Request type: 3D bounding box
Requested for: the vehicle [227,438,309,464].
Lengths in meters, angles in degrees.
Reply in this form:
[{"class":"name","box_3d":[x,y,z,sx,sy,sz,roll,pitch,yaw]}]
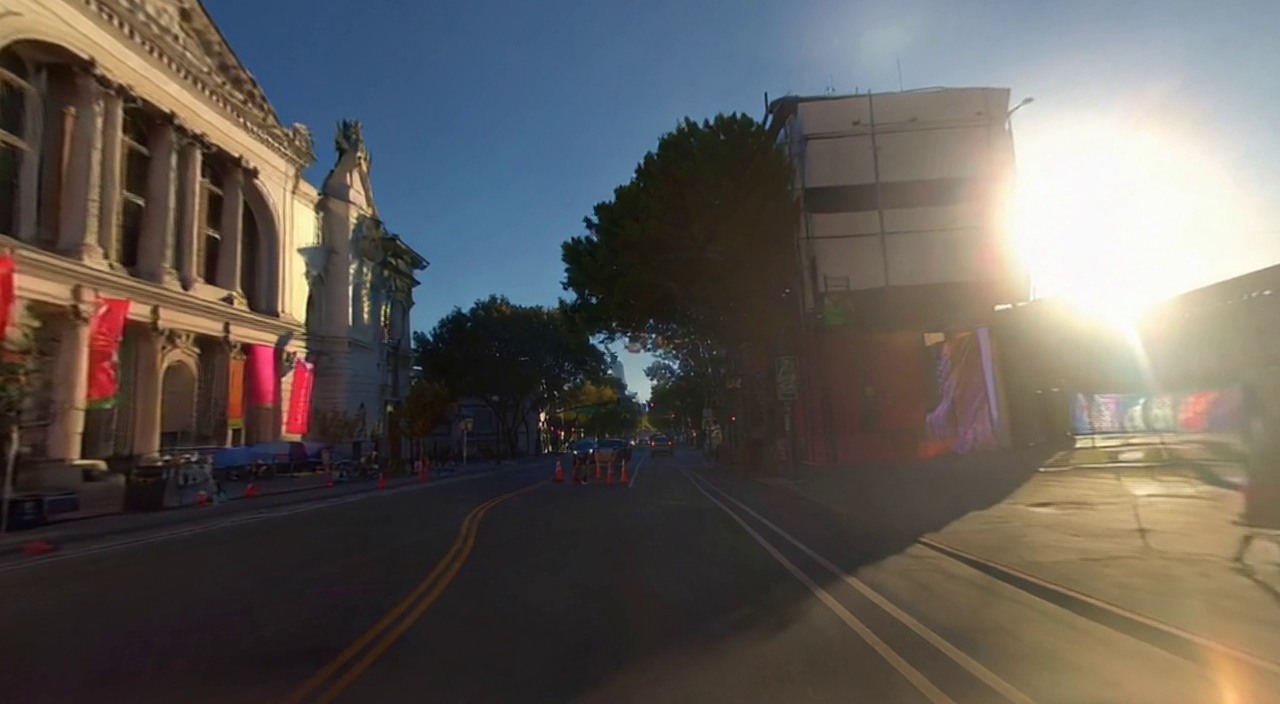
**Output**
[{"class":"vehicle","box_3d":[-25.991,6.940,44.127,4.445,1.753,2.044,0,-8,0]}]
